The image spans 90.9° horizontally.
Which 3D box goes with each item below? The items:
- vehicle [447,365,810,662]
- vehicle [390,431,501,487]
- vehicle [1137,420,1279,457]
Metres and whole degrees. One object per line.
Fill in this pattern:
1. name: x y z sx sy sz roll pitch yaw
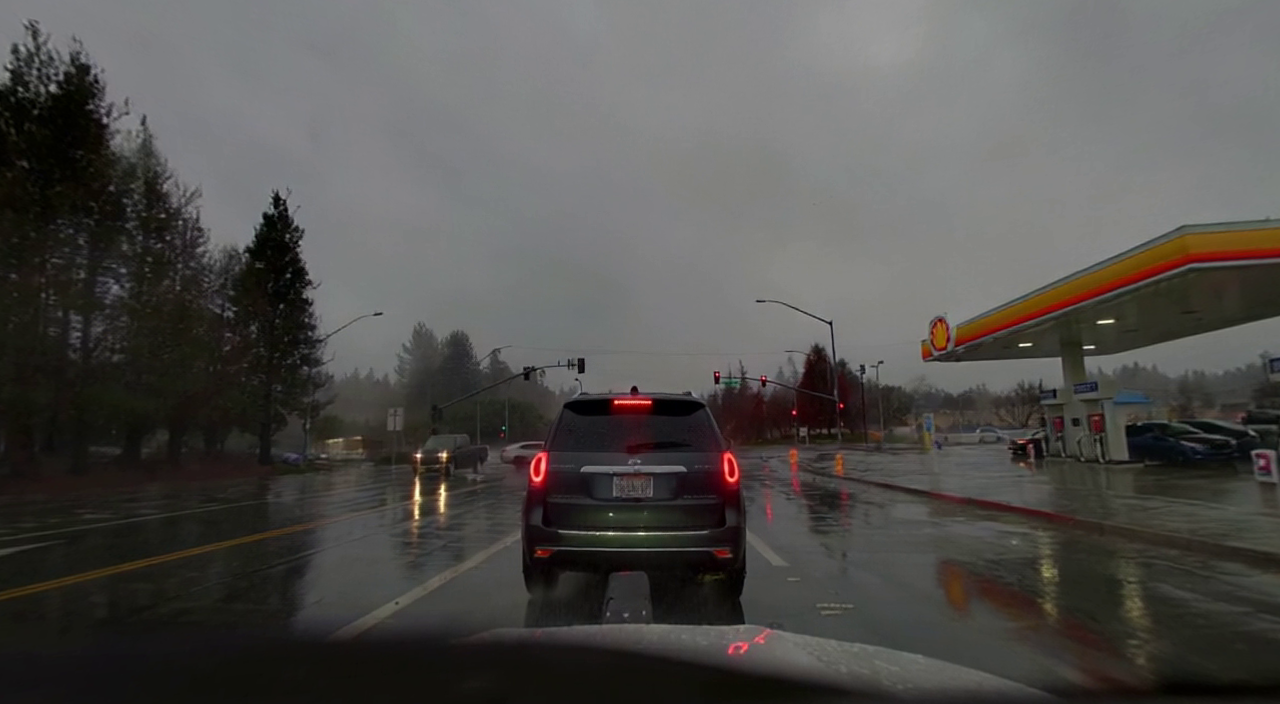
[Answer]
1. vehicle: 0.012 1.316 6.127 2.236 1.819 4.291 -1 -9 3
2. vehicle: -6.647 3.710 22.162 2.065 1.753 4.525 -1 -9 6
3. vehicle: 25.942 3.965 28.782 4.551 1.616 1.973 -2 -9 11
